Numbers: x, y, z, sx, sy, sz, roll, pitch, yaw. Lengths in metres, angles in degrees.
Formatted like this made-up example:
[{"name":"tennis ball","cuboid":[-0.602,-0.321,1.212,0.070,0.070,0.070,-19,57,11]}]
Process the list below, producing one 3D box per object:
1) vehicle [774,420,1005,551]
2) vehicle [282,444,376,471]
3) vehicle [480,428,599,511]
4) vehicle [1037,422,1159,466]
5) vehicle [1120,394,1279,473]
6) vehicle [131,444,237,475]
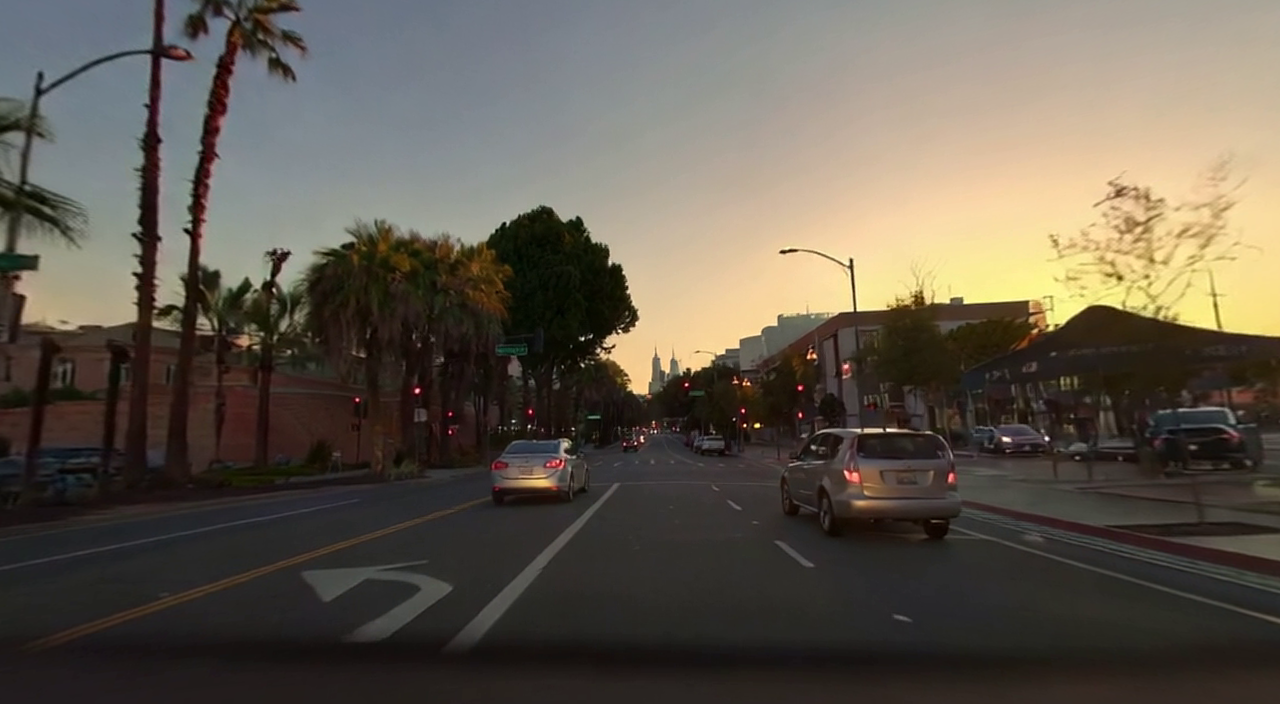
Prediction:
[{"name":"vehicle","cuboid":[3.662,2.038,10.329,1.983,1.654,4.354,0,-8,0]},{"name":"vehicle","cuboid":[-19.390,6.571,39.542,4.834,1.589,1.907,1,-8,-6]},{"name":"vehicle","cuboid":[-2.185,2.727,15.113,2.063,1.664,4.471,0,-8,1]},{"name":"vehicle","cuboid":[17.649,3.547,24.342,4.322,1.568,1.918,4,-10,-27]},{"name":"vehicle","cuboid":[16.683,2.424,18.489,5.652,1.992,2.202,5,-10,-32]},{"name":"vehicle","cuboid":[-27.541,6.483,38.289,4.683,1.748,2.076,0,-8,-3]}]
